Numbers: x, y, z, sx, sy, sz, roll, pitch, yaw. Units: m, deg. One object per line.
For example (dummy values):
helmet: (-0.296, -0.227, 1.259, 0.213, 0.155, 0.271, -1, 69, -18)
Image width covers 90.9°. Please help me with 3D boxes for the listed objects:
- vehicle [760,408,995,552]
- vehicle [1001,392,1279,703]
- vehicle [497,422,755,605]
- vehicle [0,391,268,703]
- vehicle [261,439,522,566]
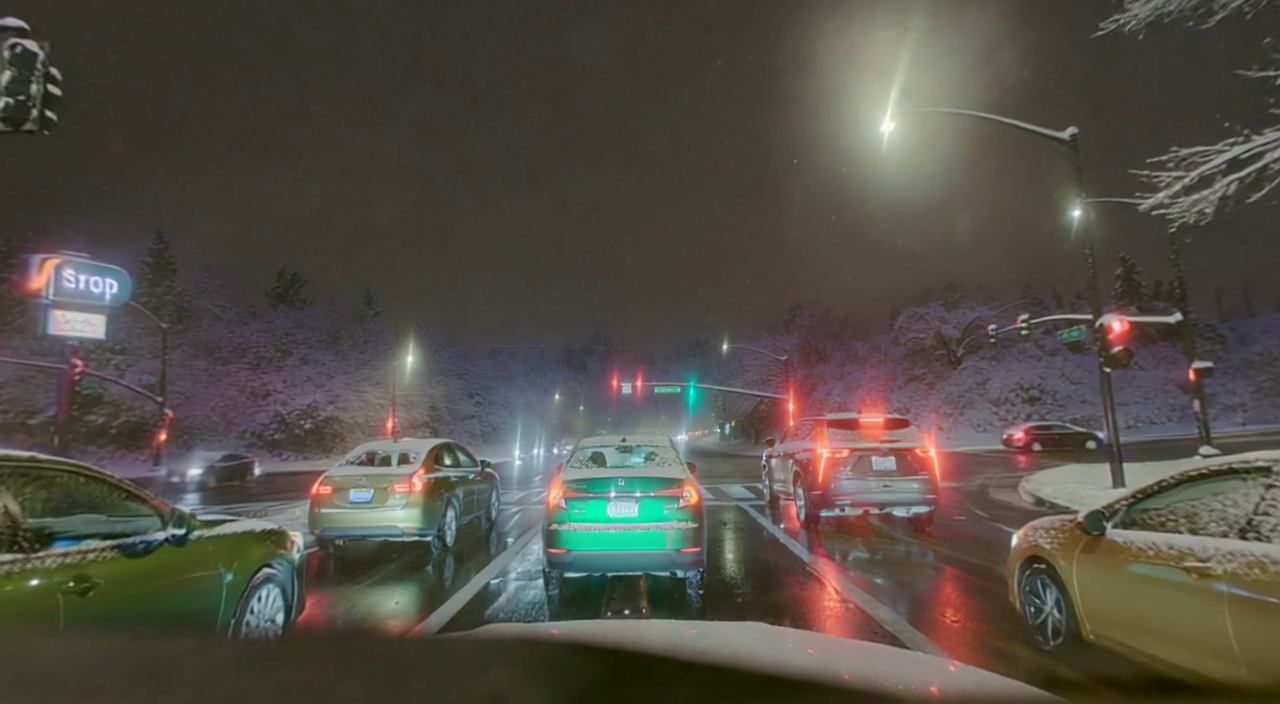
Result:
vehicle: (3.303, 1.869, 9.839, 1.992, 1.744, 4.183, 0, -8, 0)
vehicle: (3.937, 0.967, 3.096, 1.800, 1.519, 4.198, 0, -8, 0)
vehicle: (-0.132, 1.652, 7.376, 2.140, 1.499, 4.119, 0, -8, 0)
vehicle: (-3.480, 0.849, 1.830, 2.016, 1.547, 4.414, 0, -8, 1)
vehicle: (-3.304, 2.071, 9.533, 1.995, 1.436, 4.373, -1, -8, 3)
